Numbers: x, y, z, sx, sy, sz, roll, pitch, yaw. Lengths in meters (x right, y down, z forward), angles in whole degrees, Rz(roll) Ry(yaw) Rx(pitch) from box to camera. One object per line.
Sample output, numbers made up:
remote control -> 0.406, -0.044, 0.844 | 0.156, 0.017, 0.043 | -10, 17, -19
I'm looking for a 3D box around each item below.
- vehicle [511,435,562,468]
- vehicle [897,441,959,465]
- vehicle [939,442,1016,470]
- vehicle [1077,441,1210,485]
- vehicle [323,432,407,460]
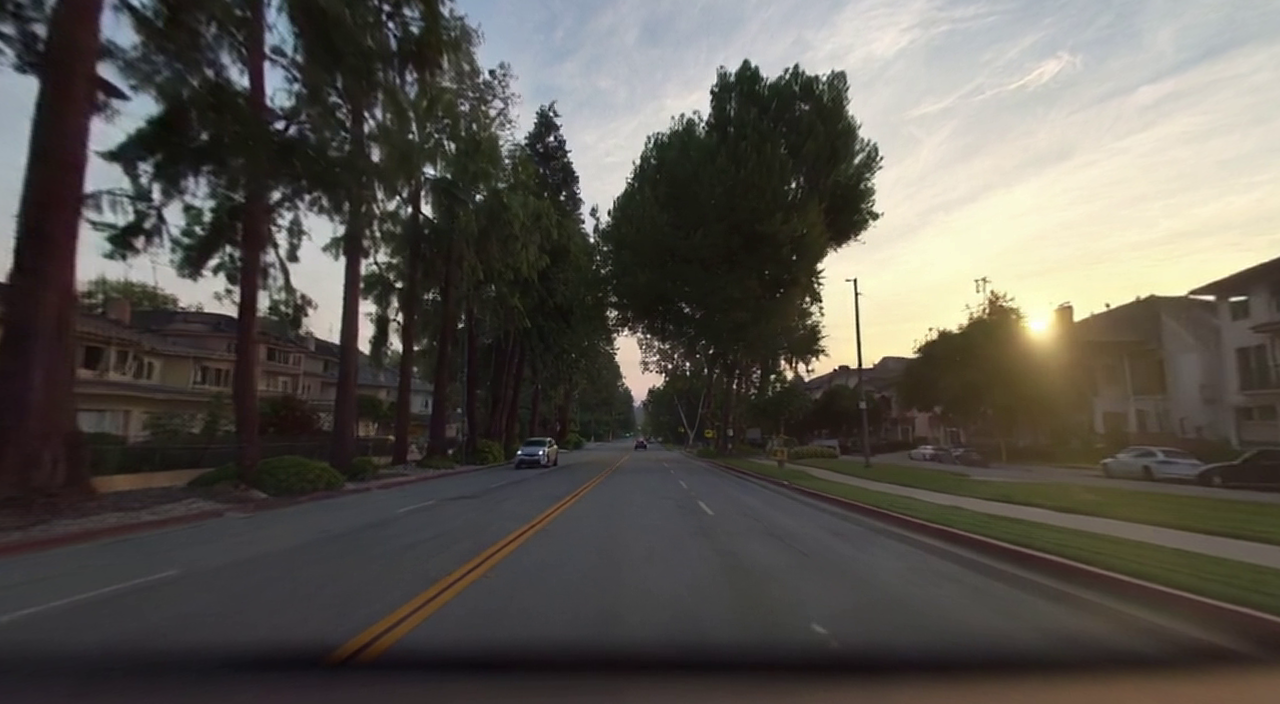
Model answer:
vehicle -> -6.094, 5.910, 37.675 | 2.108, 1.793, 4.864 | 0, -8, 1
vehicle -> 18.846, 6.590, 41.577 | 1.946, 1.459, 4.489 | 0, -8, -1
vehicle -> 18.981, 5.823, 35.761 | 1.773, 1.463, 4.486 | 0, -8, -2
vehicle -> 18.852, 4.136, 23.915 | 1.755, 1.521, 3.968 | 0, -8, 1
vehicle -> -16.252, 5.574, 37.476 | 4.045, 1.622, 1.983 | 0, -8, 4
